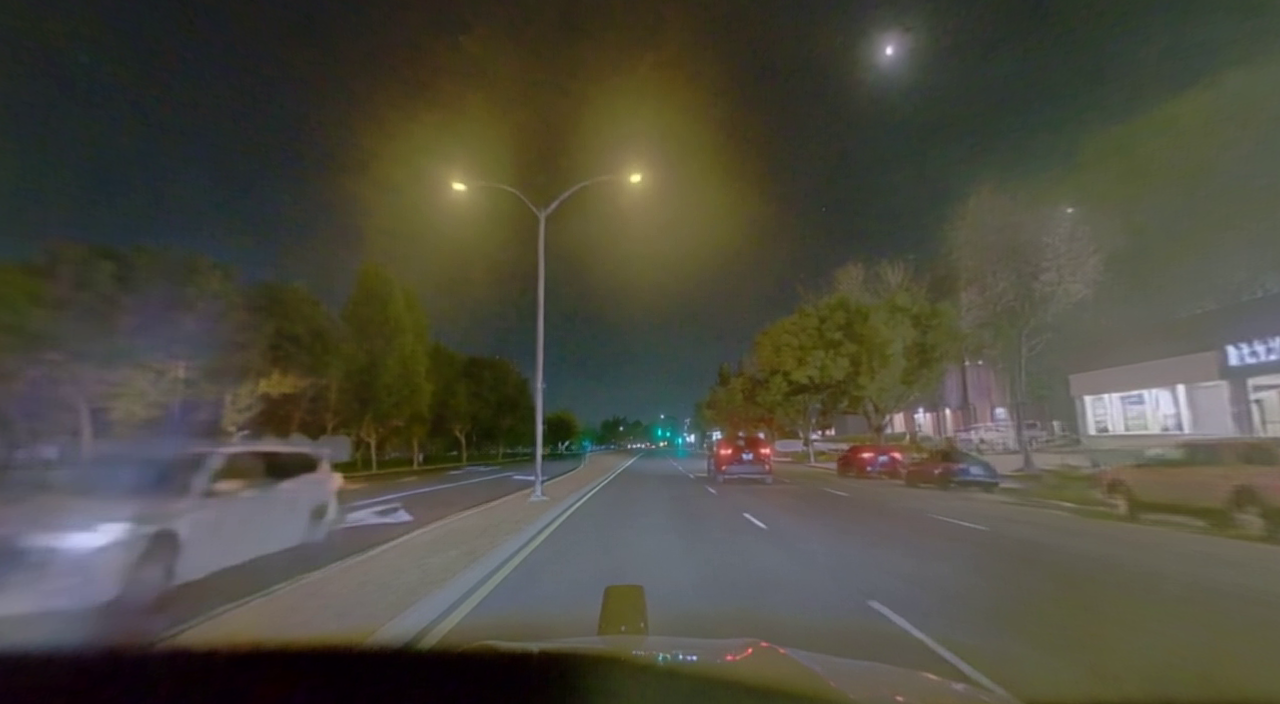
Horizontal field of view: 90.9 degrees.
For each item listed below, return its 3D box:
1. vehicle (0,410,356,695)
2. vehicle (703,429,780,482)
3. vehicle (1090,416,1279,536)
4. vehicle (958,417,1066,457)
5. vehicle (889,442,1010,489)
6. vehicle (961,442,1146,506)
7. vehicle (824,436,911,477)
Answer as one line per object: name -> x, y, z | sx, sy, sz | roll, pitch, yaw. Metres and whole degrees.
vehicle -> -4.439, 1.368, 5.437 | 2.031, 1.478, 4.434 | 0, -9, -2
vehicle -> 3.825, 4.009, 24.579 | 2.183, 1.845, 4.482 | 0, -9, -1
vehicle -> 10.502, 2.049, 10.721 | 1.989, 1.768, 4.977 | 0, -9, 0
vehicle -> 19.767, 4.622, 33.905 | 2.175, 1.965, 5.909 | 0, -9, 0
vehicle -> 10.842, 3.994, 22.540 | 1.893, 1.467, 4.760 | 0, -9, 0
vehicle -> 10.632, 3.131, 16.711 | 1.853, 1.458, 4.480 | 0, -9, 0
vehicle -> 10.799, 4.995, 30.359 | 2.247, 1.799, 5.025 | 0, -9, -1
